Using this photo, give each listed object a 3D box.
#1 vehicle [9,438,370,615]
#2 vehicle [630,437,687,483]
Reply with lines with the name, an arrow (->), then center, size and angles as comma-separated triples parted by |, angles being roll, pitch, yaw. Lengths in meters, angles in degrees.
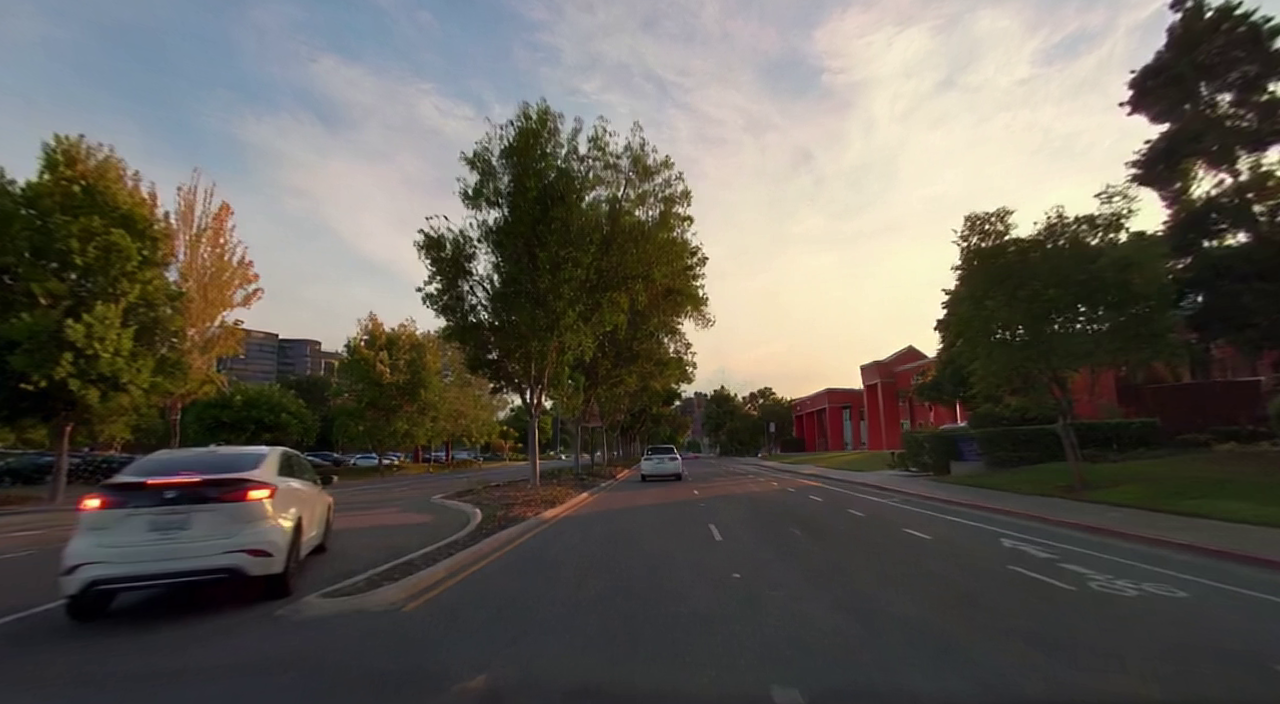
vehicle -> -4.984, 1.883, 8.018 | 1.966, 1.511, 4.698 | 2, -9, -13
vehicle -> 0.777, 4.385, 25.857 | 2.123, 1.703, 4.292 | -1, -8, 3
